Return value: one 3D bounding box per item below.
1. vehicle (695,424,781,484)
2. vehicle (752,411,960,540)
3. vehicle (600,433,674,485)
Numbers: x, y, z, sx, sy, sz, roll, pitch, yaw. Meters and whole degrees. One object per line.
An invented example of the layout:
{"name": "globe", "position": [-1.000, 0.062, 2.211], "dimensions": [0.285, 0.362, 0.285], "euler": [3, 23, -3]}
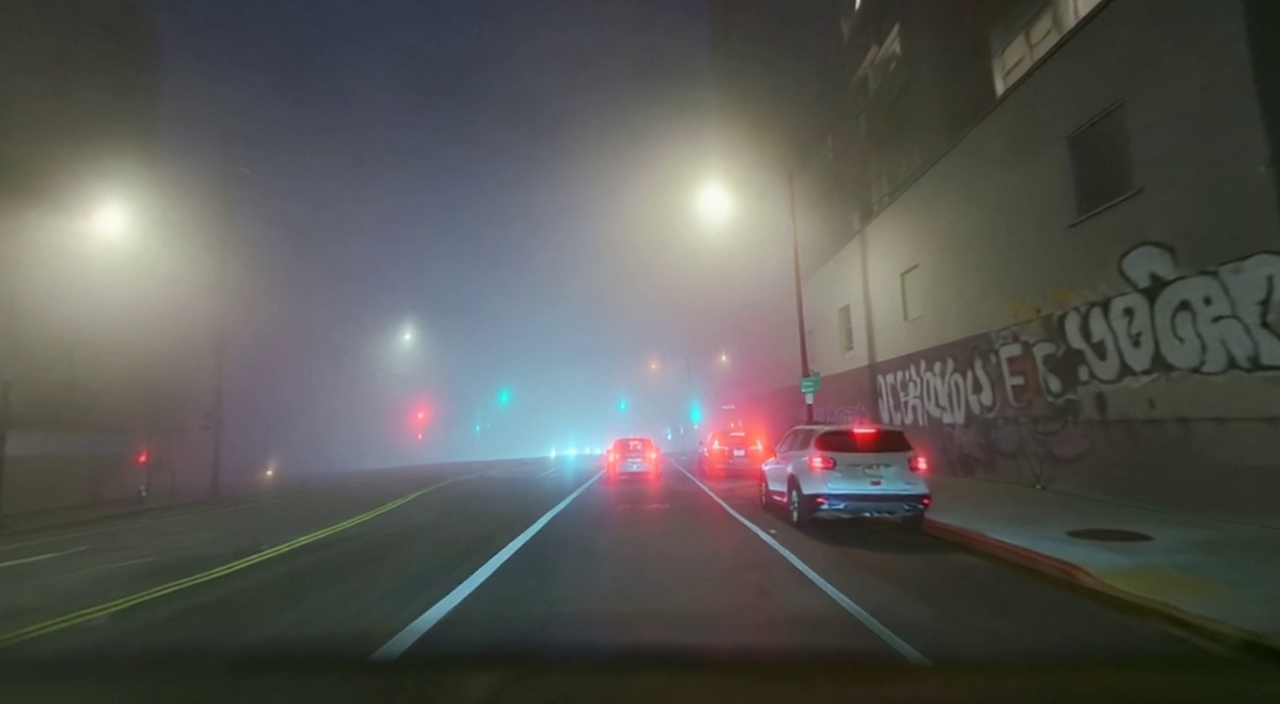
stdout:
{"name": "vehicle", "position": [3.158, 3.426, 21.263], "dimensions": [2.060, 1.783, 4.579], "euler": [0, -8, -1]}
{"name": "vehicle", "position": [3.306, 1.985, 10.716], "dimensions": [1.938, 1.714, 4.402], "euler": [0, -8, 0]}
{"name": "vehicle", "position": [-0.067, 3.468, 20.648], "dimensions": [2.153, 1.505, 4.452], "euler": [0, -8, 1]}
